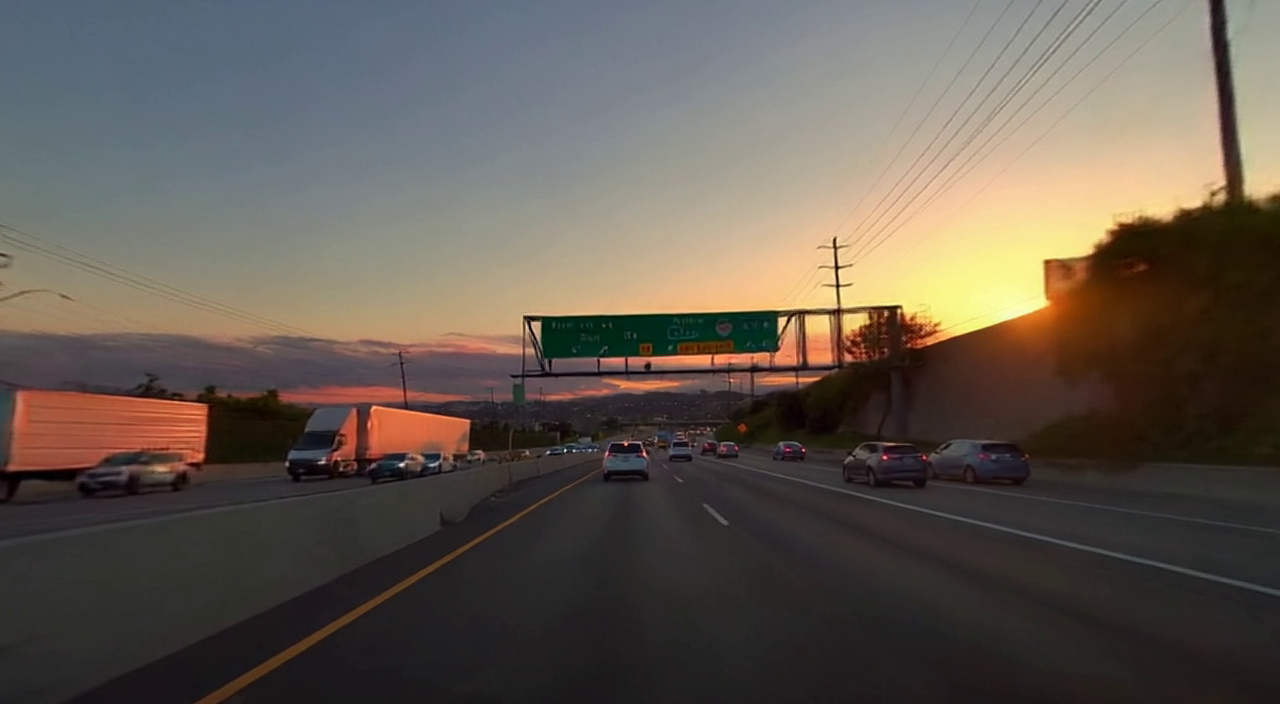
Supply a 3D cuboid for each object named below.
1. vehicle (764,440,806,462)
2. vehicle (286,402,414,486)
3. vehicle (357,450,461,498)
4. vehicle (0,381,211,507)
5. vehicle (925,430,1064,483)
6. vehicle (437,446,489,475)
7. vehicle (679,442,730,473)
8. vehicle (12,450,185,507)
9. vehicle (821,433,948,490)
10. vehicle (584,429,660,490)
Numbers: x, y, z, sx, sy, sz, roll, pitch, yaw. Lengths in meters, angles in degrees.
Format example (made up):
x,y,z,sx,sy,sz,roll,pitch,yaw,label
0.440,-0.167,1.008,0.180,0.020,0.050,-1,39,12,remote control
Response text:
x,y,z,sx,sy,sz,roll,pitch,yaw,label
10.649,7.287,46.591,1.901,1.485,4.483,0,-9,-2,vehicle
-15.368,5.021,34.406,3.032,3.968,8.215,0,-9,-1,vehicle
-7.885,4.166,22.068,1.897,1.470,4.474,0,-8,0,vehicle
-22.474,3.670,25.109,2.958,4.081,11.148,0,-9,0,vehicle
11.189,3.325,20.342,1.944,1.505,4.138,0,-9,-2,vehicle
-11.896,7.310,42.935,2.102,1.874,5.112,0,-8,-1,vehicle
3.264,5.426,32.793,1.934,1.461,4.368,0,-9,-3,vehicle
-18.200,4.205,21.605,1.866,1.689,4.569,0,-9,0,vehicle
6.989,3.180,18.618,1.958,1.473,4.201,0,-8,-1,vehicle
-0.556,3.569,21.249,2.298,1.809,4.359,0,-8,0,vehicle
